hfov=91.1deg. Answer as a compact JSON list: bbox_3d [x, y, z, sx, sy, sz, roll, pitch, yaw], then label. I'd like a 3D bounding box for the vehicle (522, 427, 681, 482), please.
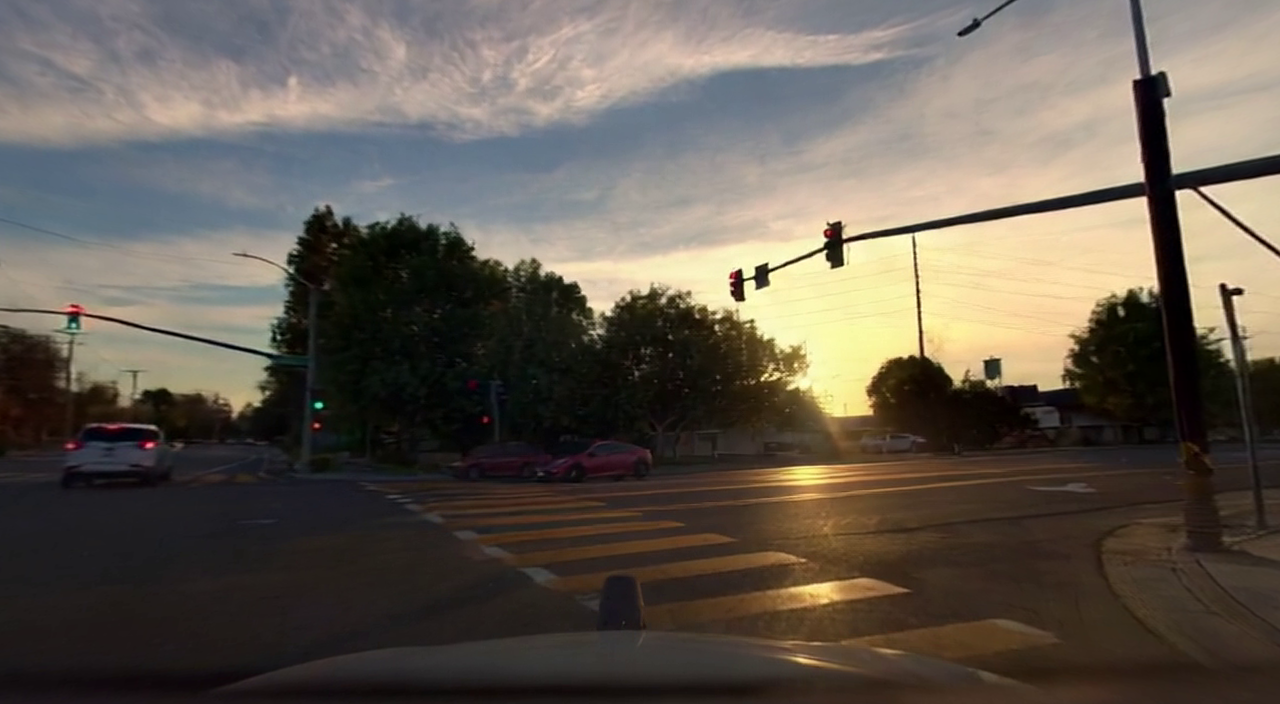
[{"bbox_3d":[-1.305,3.506,21.952,5.149,1.725,1.964,4,-9,-28],"label":"vehicle"}]

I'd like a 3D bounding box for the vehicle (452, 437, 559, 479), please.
[{"bbox_3d":[-5.427,4.237,25.319,3.990,1.548,1.780,3,-9,-19],"label":"vehicle"}]

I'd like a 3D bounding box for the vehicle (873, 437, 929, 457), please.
[{"bbox_3d":[19.474,7.084,46.831,3.805,1.451,1.641,4,-10,-26],"label":"vehicle"}]

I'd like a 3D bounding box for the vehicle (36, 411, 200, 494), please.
[{"bbox_3d":[-13.707,2.677,16.902,2.300,1.868,4.690,4,-10,-27],"label":"vehicle"}]
